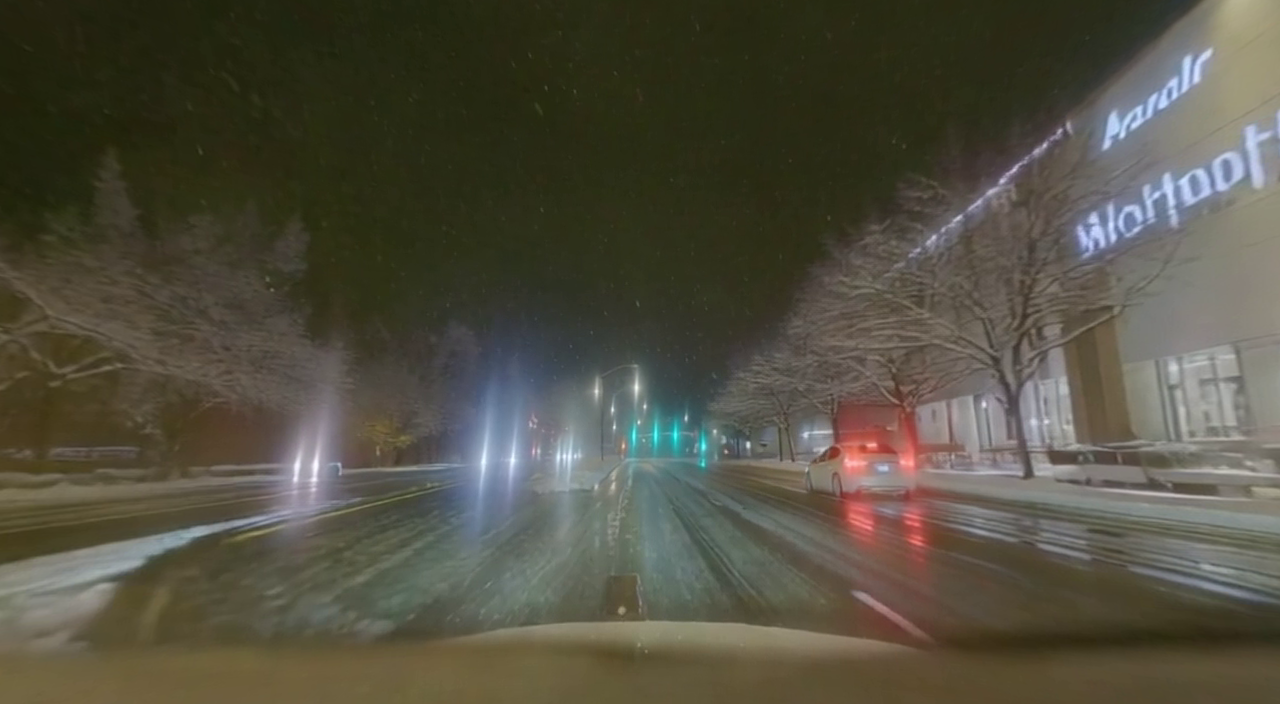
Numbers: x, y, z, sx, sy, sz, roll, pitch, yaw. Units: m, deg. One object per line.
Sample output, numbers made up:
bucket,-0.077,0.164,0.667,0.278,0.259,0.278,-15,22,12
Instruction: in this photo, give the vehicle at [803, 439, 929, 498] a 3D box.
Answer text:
vehicle,6.543,3.406,18.952,1.913,1.504,4.738,0,-8,-1

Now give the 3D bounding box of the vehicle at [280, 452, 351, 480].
vehicle,-19.373,6.812,37.963,1.895,1.458,4.586,-2,-9,0
